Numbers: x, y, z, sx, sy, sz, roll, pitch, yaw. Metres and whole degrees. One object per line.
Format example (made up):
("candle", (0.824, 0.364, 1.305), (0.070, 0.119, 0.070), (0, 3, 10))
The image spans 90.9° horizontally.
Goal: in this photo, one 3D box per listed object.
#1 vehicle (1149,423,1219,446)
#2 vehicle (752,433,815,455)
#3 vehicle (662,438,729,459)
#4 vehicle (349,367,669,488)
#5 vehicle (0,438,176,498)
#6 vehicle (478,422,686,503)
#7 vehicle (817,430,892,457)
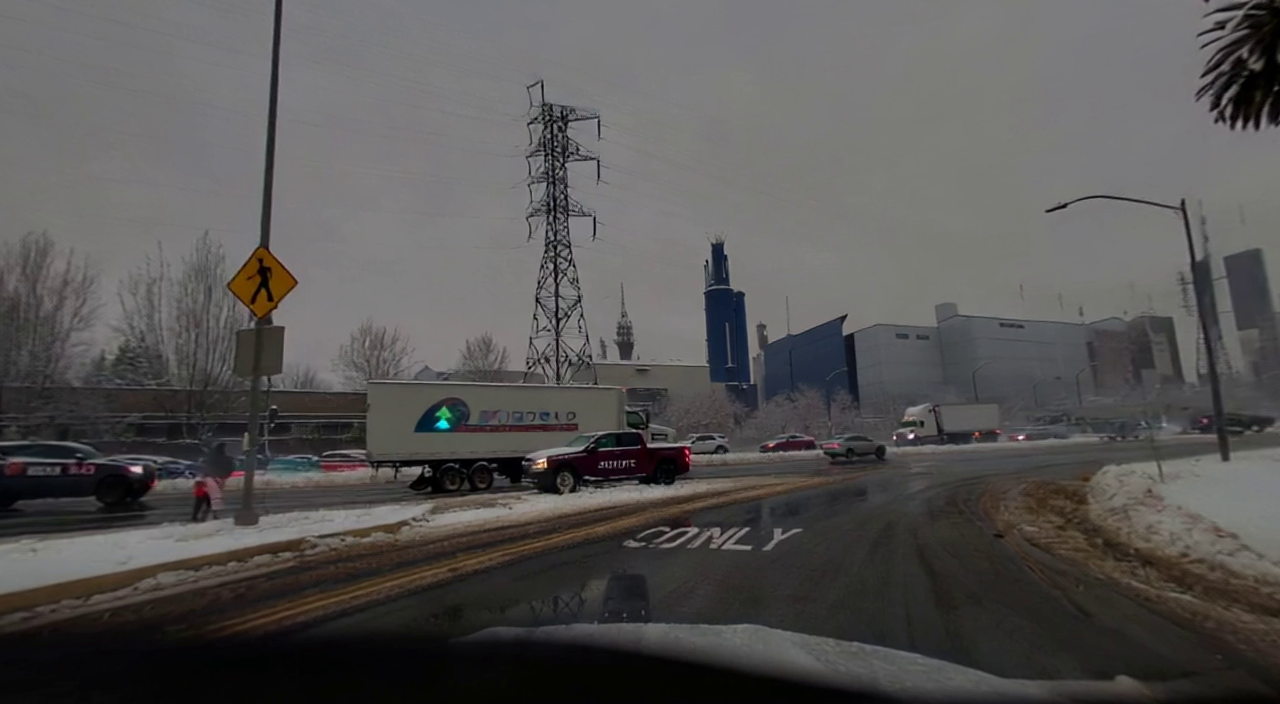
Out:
("vehicle", (38.744, 5.898, 44.905), (4.543, 1.586, 1.983), (4, -9, -25))
("vehicle", (11.010, 7.053, 48.395), (4.532, 1.567, 1.847), (4, -10, -26))
("vehicle", (3.945, 6.806, 44.489), (4.419, 1.451, 1.792), (4, -11, -28))
("vehicle", (-4.675, 2.975, 24.279), (11.567, 3.933, 2.903), (4, -9, -26))
("vehicle", (-20.388, 4.064, 22.361), (5.866, 1.950, 2.266), (4, -9, -24))
("vehicle", (-1.456, 2.902, 16.916), (5.132, 1.848, 2.101), (6, -10, -34))
("vehicle", (13.448, 5.750, 39.466), (4.234, 1.589, 1.923), (4, -10, -26))
